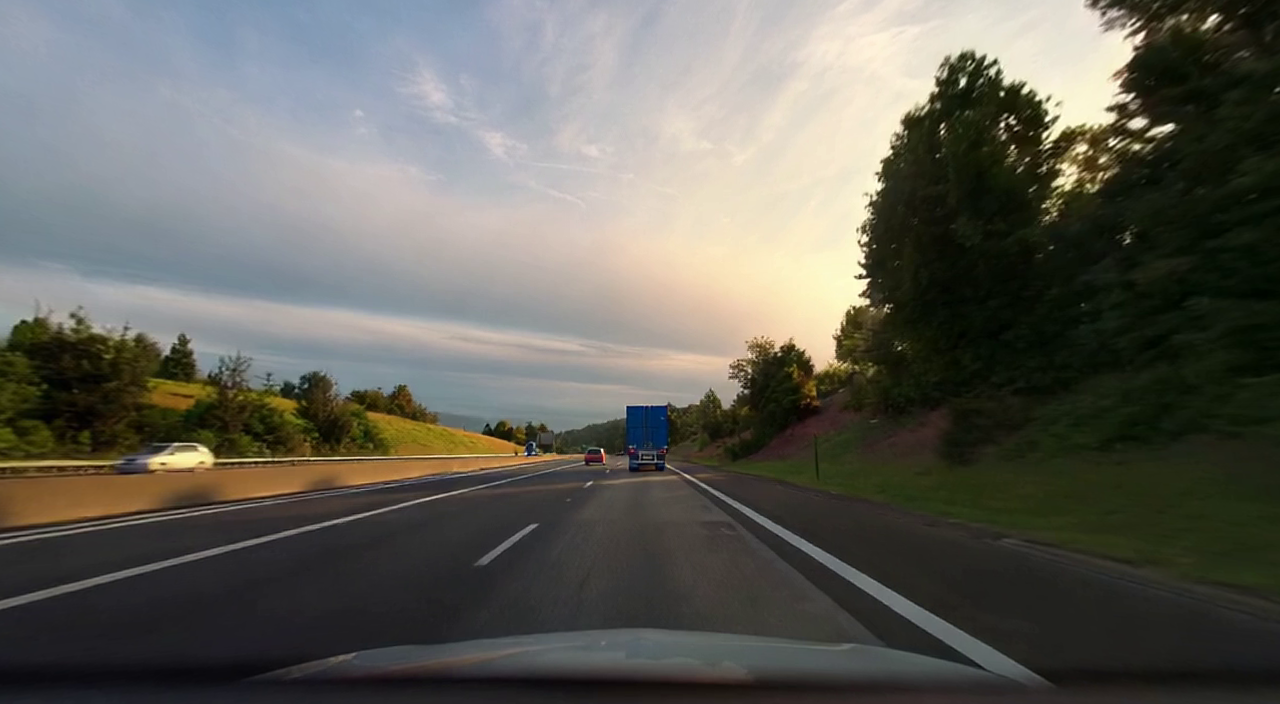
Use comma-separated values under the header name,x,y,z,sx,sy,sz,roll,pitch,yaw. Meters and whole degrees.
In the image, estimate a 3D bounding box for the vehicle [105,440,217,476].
name,x,y,z,sx,sy,sz,roll,pitch,yaw
vehicle,-22.479,4.992,29.804,1.855,1.527,4.365,0,-9,0

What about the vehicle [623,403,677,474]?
name,x,y,z,sx,sy,sz,roll,pitch,yaw
vehicle,0.416,5.743,41.255,3.055,4.009,10.972,0,-9,-2
